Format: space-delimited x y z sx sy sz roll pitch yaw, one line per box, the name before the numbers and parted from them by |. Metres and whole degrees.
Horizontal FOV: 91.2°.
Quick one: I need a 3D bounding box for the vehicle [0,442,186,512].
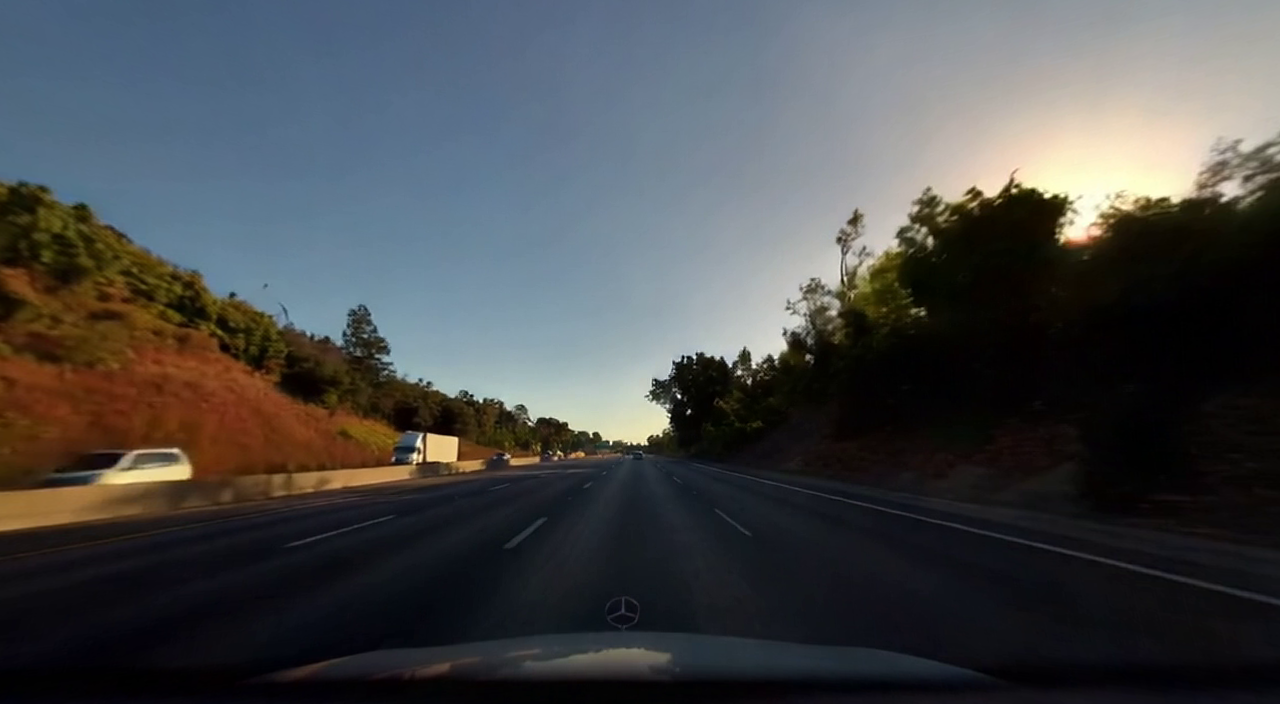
vehicle | -15.544 3.449 17.742 2.106 1.697 4.344 0 -9 -1
